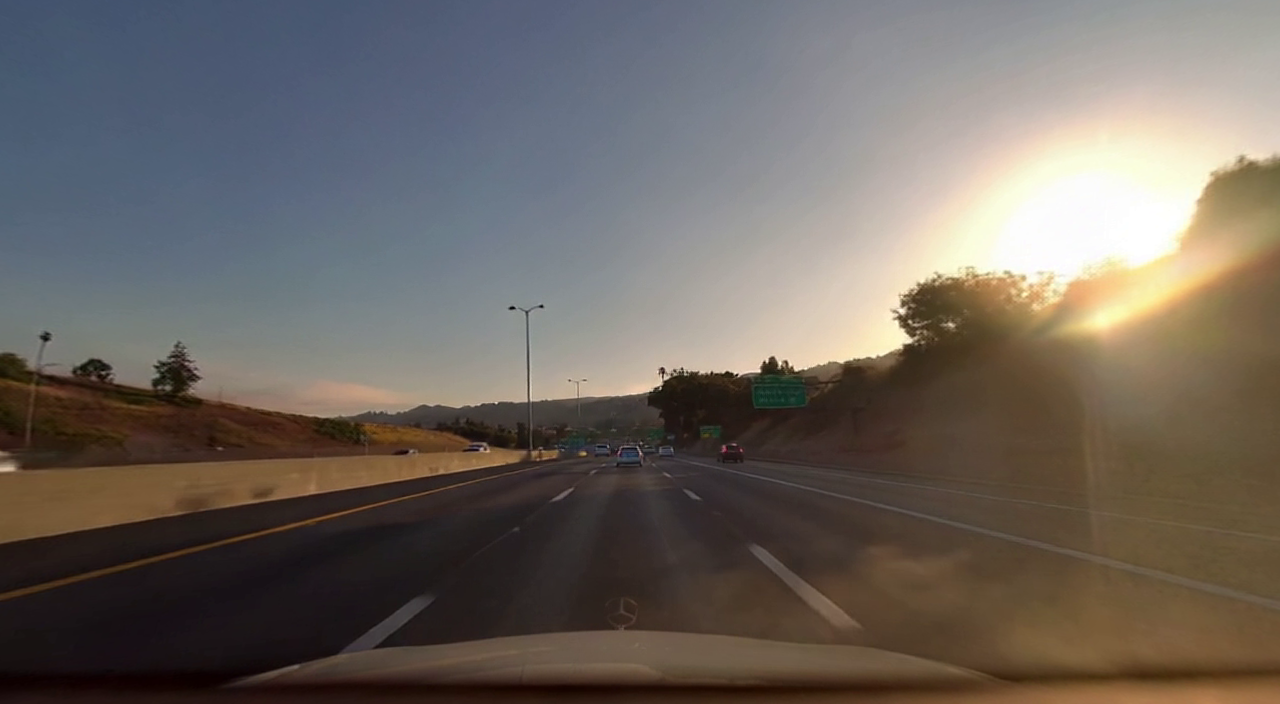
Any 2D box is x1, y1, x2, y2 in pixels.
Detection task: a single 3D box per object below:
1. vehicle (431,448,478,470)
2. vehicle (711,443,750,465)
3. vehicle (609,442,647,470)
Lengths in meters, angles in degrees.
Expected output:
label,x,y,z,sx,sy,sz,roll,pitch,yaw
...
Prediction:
label,x,y,z,sx,sy,sz,roll,pitch,yaw
vehicle,-13.692,7.887,46.861,2.147,1.491,4.725,0,-8,-1
vehicle,6.406,7.270,45.228,1.935,1.478,4.433,0,-8,-2
vehicle,-0.696,5.845,35.685,1.985,1.457,4.227,0,-8,-2
